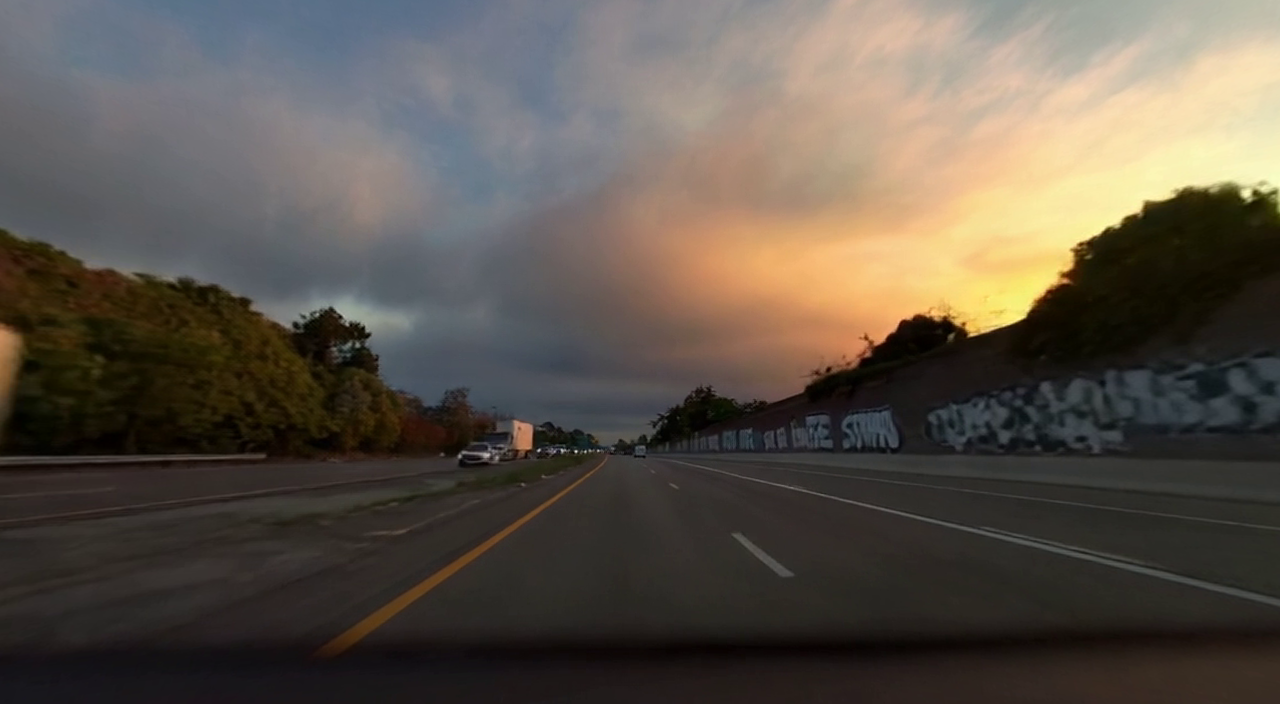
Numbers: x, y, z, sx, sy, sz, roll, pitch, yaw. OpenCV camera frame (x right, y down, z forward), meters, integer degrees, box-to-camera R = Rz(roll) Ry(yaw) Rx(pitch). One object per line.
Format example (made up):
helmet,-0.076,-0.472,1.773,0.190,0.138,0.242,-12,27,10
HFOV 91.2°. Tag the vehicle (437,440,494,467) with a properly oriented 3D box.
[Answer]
vehicle,-10.006,5.868,36.272,2.171,1.486,3.977,0,-9,-1
